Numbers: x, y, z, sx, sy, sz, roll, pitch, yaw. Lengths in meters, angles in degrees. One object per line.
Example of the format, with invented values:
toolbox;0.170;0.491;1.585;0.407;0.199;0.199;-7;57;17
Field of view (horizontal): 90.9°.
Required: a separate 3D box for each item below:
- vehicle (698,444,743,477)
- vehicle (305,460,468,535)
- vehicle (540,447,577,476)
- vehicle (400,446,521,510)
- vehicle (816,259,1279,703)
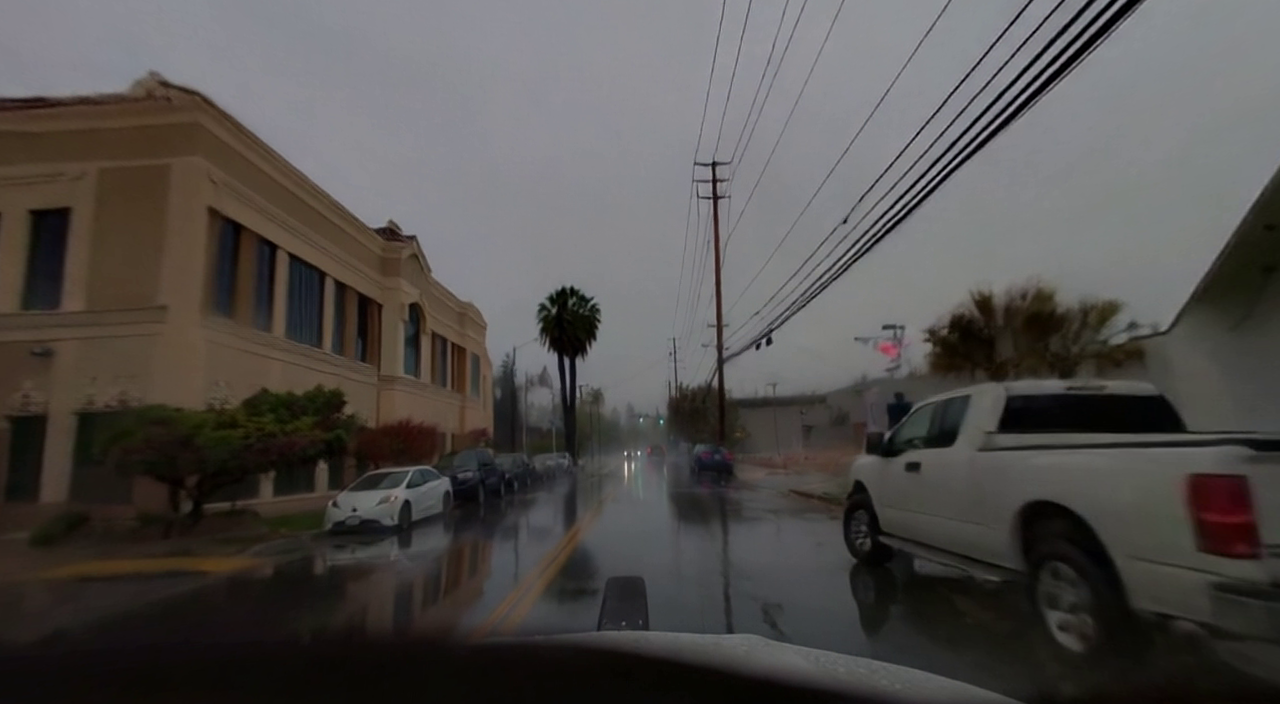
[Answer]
vehicle;4.184;5.725;33.542;1.948;1.607;4.873;0;-9;2
vehicle;-5.881;3.413;15.380;1.982;1.453;4.577;0;-9;1
vehicle;-5.527;7.537;43.536;2.126;1.864;4.831;0;-9;-3
vehicle;-5.663;4.032;20.753;2.286;1.836;5.088;0;-9;2
vehicle;3.592;1.166;5.202;2.485;2.123;6.029;0;-9;0
